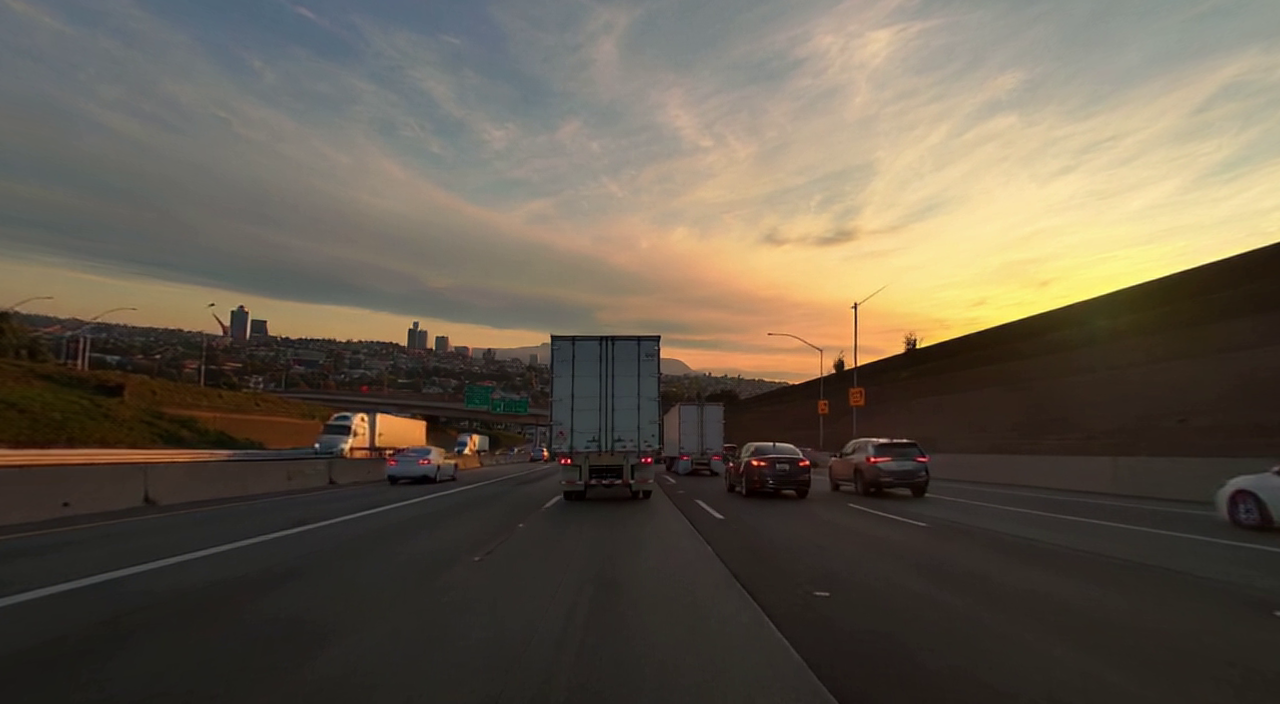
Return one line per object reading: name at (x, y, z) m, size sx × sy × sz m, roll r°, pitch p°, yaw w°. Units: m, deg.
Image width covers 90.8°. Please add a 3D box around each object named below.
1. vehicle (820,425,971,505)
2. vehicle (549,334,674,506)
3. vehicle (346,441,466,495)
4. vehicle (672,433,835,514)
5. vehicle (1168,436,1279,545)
vehicle at (6.792, 3.060, 17.456) m, size 2.070 × 1.888 × 4.546 m, roll 0°, pitch -9°, yaw -2°
vehicle at (-0.697, 2.377, 20.243) m, size 2.906 × 4.040 × 10.743 m, roll 0°, pitch -9°, yaw 0°
vehicle at (-7.180, 3.596, 20.003) m, size 1.973 × 1.471 × 4.779 m, roll 0°, pitch -9°, yaw 0°
vehicle at (3.113, 4.068, 22.684) m, size 2.869 × 1.940 × 14.755 m, roll 0°, pitch -9°, yaw -1°
vehicle at (9.762, 1.765, 7.828) m, size 2.002 × 1.472 × 4.950 m, roll 0°, pitch -9°, yaw -3°
